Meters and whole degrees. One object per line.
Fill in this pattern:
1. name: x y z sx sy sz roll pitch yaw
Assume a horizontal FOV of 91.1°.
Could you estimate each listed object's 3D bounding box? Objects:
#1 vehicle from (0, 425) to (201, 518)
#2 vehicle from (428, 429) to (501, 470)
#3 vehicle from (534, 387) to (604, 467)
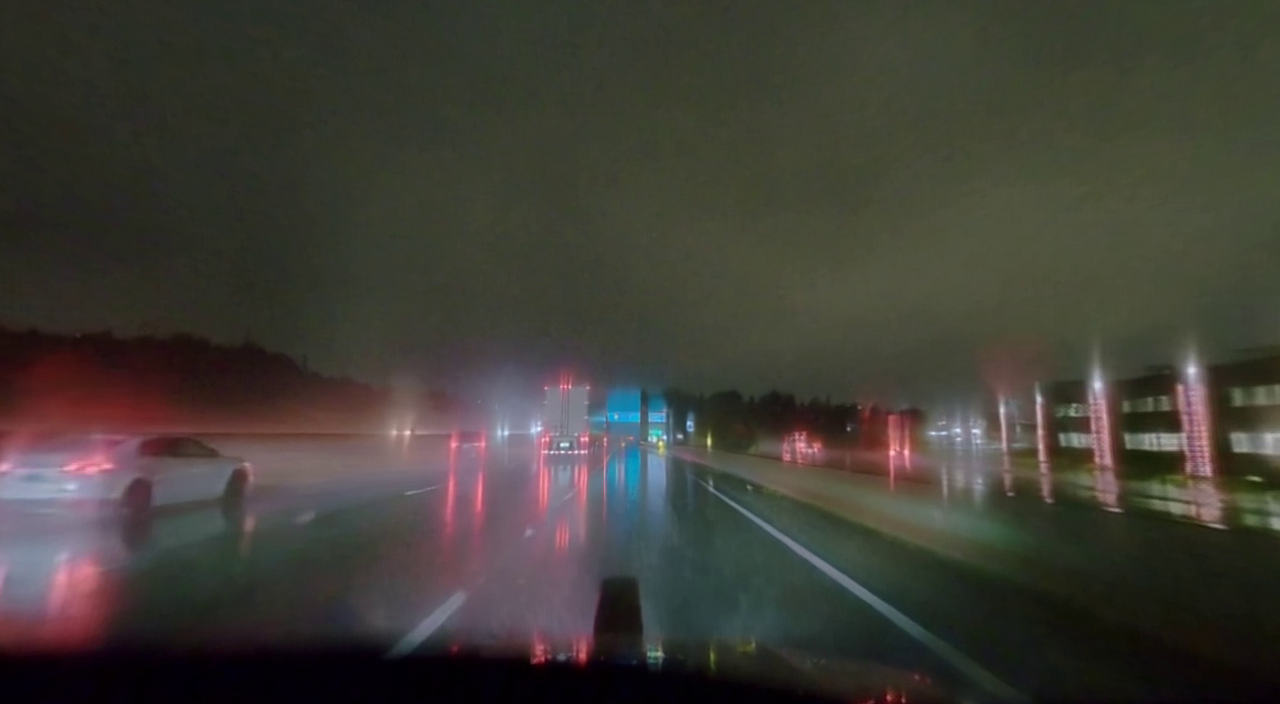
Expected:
1. vehicle: -11.186 2.201 12.237 1.959 1.460 4.661 0 -8 -1
2. vehicle: -7.839 4.368 28.552 2.075 1.691 4.431 0 -8 0
3. vehicle: -3.943 4.662 37.953 3.002 3.987 12.477 -1 -8 -1
